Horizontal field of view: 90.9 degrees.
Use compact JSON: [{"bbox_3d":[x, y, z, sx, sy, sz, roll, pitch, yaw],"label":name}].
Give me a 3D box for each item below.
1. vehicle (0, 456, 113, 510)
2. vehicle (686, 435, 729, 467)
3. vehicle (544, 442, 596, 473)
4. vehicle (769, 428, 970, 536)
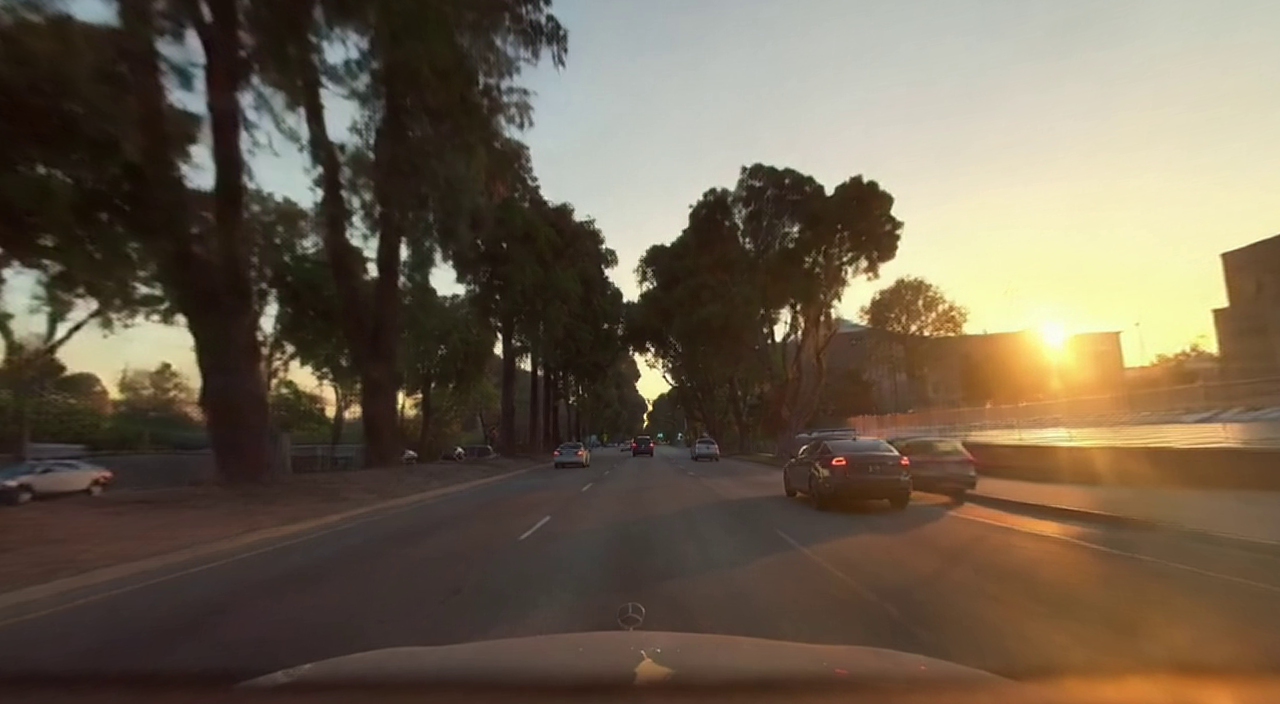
[{"bbox_3d":[-22.521,4.767,23.316,1.976,1.697,4.738,0,-8,-1],"label":"vehicle"},{"bbox_3d":[3.825,5.646,36.175,1.980,1.709,4.367,0,-8,0],"label":"vehicle"},{"bbox_3d":[-3.257,5.000,30.127,2.013,1.354,3.908,0,-8,1],"label":"vehicle"},{"bbox_3d":[3.672,2.139,11.049,1.919,1.502,4.232,0,-8,0],"label":"vehicle"}]
